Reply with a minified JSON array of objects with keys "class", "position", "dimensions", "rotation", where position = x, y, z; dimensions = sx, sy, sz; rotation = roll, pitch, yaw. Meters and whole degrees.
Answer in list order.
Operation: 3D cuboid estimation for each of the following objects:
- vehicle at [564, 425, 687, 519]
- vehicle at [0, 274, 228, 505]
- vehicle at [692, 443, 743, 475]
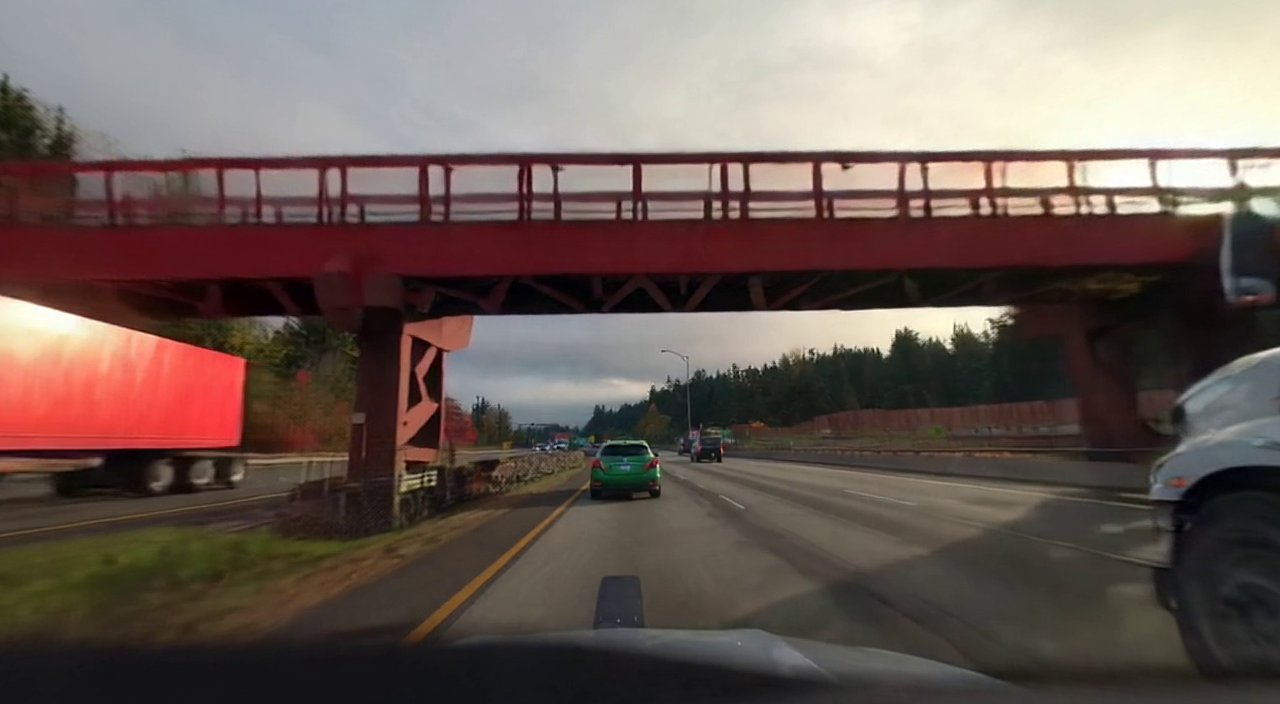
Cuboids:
[{"class":"vehicle","position":[-0.285,2.525,13.655],"dimensions":[2.259,1.699,4.015],"rotation":[0,-9,0]},{"class":"vehicle","position":[-12.954,0.569,10.500],"dimensions":[3.002,4.083,13.682],"rotation":[0,-9,-1]},{"class":"vehicle","position":[3.822,5.326,31.472],"dimensions":[1.894,1.487,3.751],"rotation":[0,-9,-2]}]
